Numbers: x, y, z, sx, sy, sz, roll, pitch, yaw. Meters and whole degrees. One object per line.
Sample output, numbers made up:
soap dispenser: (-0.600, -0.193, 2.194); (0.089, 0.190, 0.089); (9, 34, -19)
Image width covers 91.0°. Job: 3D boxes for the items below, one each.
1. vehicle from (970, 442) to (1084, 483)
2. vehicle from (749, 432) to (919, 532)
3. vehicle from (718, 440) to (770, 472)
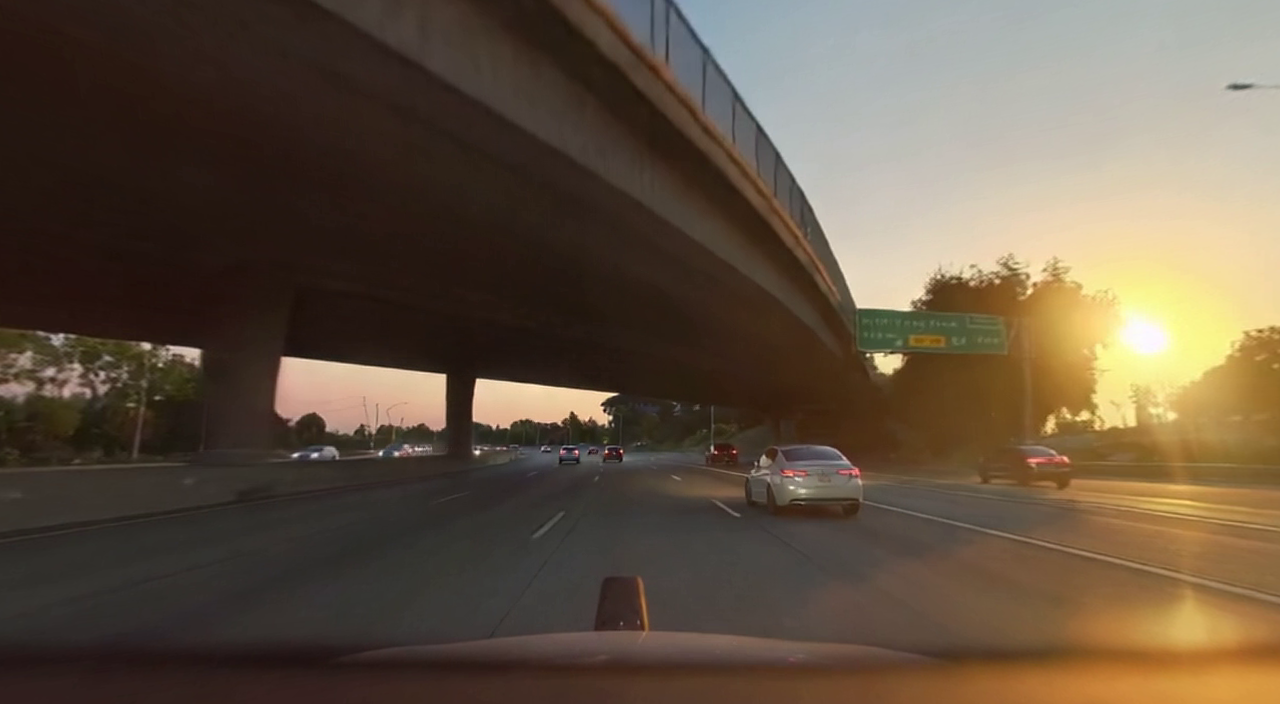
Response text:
vehicle: (15.454, 4.423, 25.491); (1.878, 1.486, 4.636); (-1, -9, 4)
vehicle: (3.411, 2.360, 11.942); (1.975, 1.562, 3.823); (0, -9, 0)
vehicle: (6.224, 6.287, 38.378); (2.167, 1.793, 4.683); (0, -9, -3)
